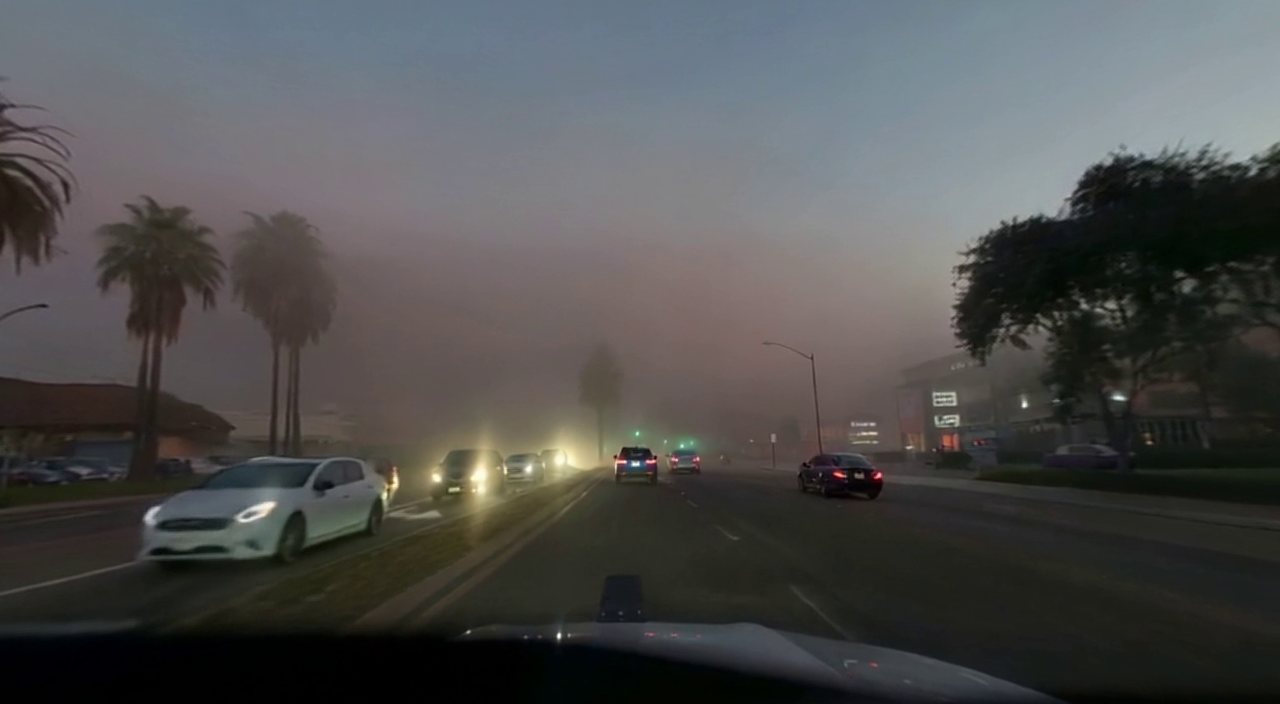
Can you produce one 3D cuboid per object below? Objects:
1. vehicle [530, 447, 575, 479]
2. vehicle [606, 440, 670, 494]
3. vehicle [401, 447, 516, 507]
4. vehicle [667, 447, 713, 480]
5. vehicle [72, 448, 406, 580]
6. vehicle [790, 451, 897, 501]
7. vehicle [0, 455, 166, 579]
[{"bbox_3d":[-5.244,6.700,38.381,2.160,1.769,4.494,0,-9,-1],"label":"vehicle"},{"bbox_3d":[-0.097,4.207,23.416,2.151,1.787,4.109,0,-9,-1],"label":"vehicle"},{"bbox_3d":[-5.162,3.593,18.625,2.036,1.541,4.107,0,-9,2],"label":"vehicle"},{"bbox_3d":[2.749,6.256,35.750,2.112,1.710,4.234,0,-9,-2],"label":"vehicle"},{"bbox_3d":[-5.254,2.131,9.217,2.030,1.441,4.324,0,-9,0],"label":"vehicle"},{"bbox_3d":[6.478,3.971,20.684,1.944,1.447,4.309,0,-9,-2],"label":"vehicle"},{"bbox_3d":[-8.592,2.026,7.850,2.061,1.415,4.289,0,-9,0],"label":"vehicle"}]
